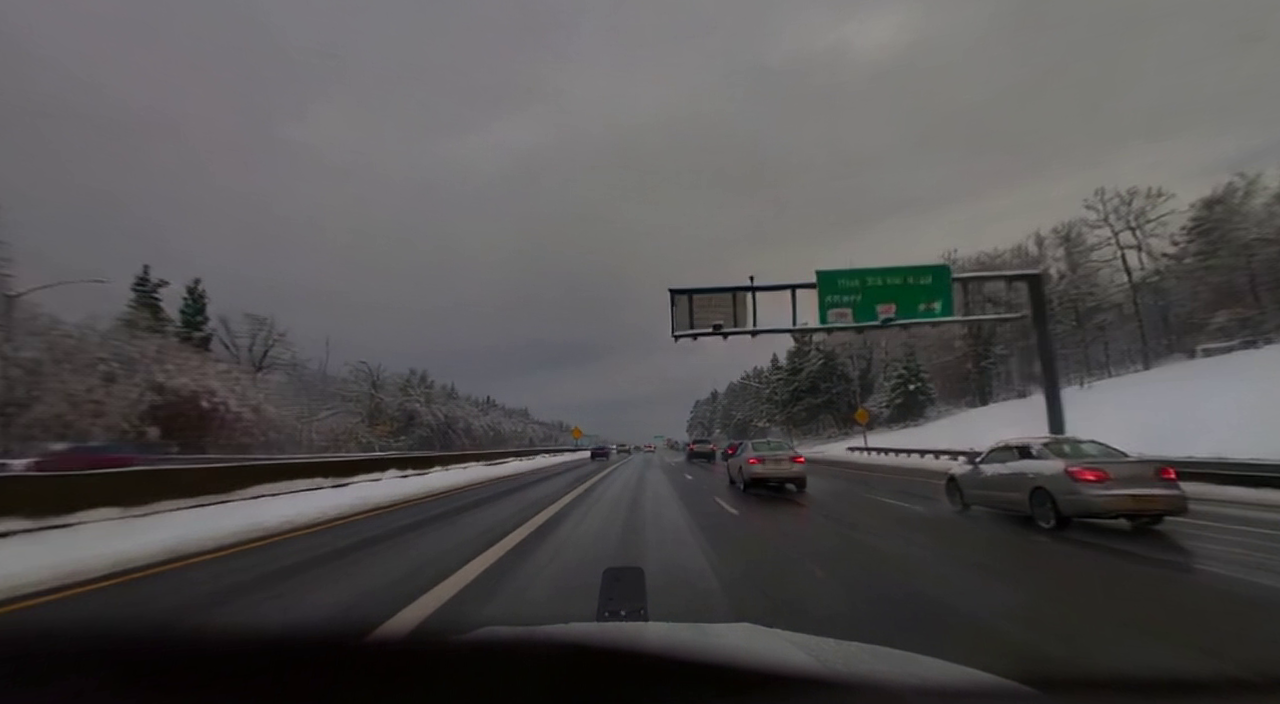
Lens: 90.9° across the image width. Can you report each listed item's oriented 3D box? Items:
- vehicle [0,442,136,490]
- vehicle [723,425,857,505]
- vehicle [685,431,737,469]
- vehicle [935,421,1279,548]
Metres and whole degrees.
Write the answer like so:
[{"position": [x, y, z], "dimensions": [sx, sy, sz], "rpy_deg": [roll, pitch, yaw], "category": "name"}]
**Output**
[{"position": [-22.299, 4.272, 24.086], "dimensions": [2.015, 1.591, 4.872], "rpy_deg": [-1, -8, 1], "category": "vehicle"}, {"position": [3.427, 2.693, 15.447], "dimensions": [2.146, 1.639, 4.475], "rpy_deg": [0, -8, -1], "category": "vehicle"}, {"position": [4.040, 5.680, 36.833], "dimensions": [2.442, 2.022, 5.466], "rpy_deg": [-1, -8, 0], "category": "vehicle"}, {"position": [6.949, 1.972, 10.191], "dimensions": [1.988, 1.518, 4.856], "rpy_deg": [-1, -8, 0], "category": "vehicle"}]
